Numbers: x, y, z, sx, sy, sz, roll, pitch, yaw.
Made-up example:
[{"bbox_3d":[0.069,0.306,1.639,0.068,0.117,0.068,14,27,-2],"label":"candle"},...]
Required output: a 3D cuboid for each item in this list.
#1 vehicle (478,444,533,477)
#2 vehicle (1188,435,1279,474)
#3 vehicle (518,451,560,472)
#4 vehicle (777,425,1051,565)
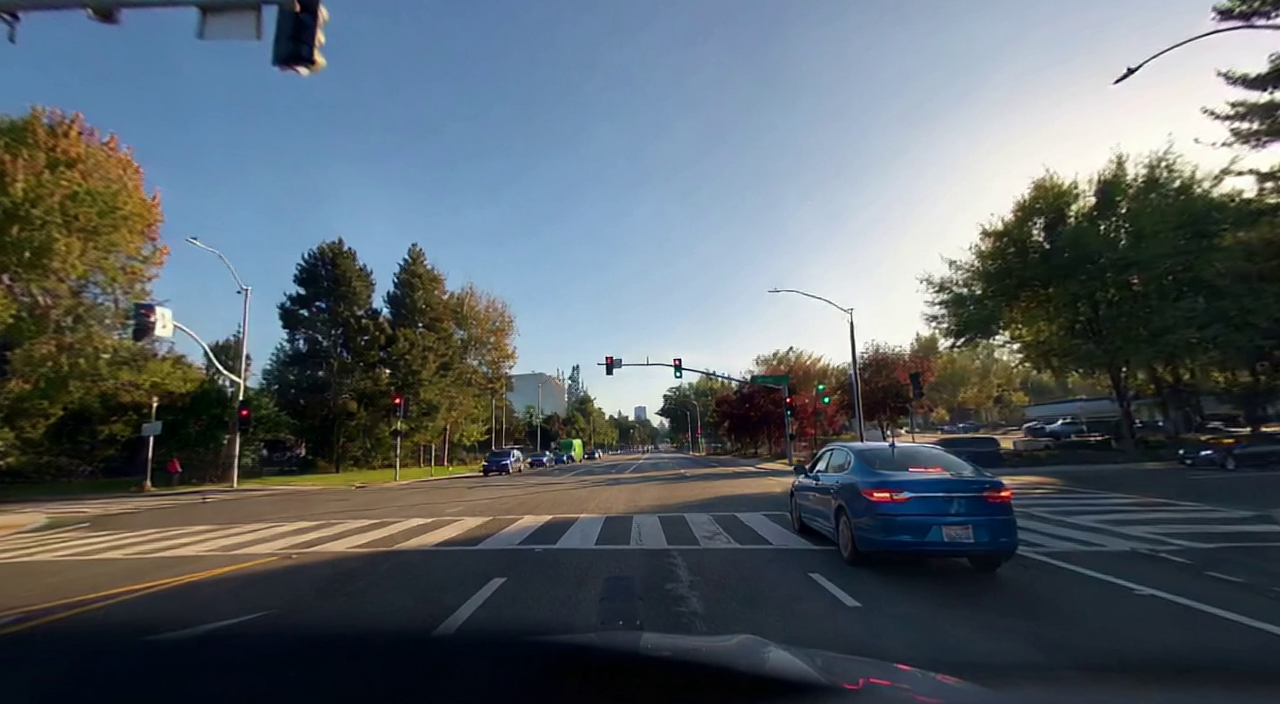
[{"bbox_3d":[-8.185,6.658,38.919,2.130,1.874,4.691,-1,-8,2],"label":"vehicle"},{"bbox_3d":[27.926,4.608,28.651,4.598,1.650,2.087,1,-9,-11],"label":"vehicle"},{"bbox_3d":[-7.580,8.254,47.837,1.906,1.468,4.686,-1,-9,7],"label":"vehicle"},{"bbox_3d":[3.661,2.001,9.694,2.129,1.581,4.780,0,-8,1],"label":"vehicle"}]
